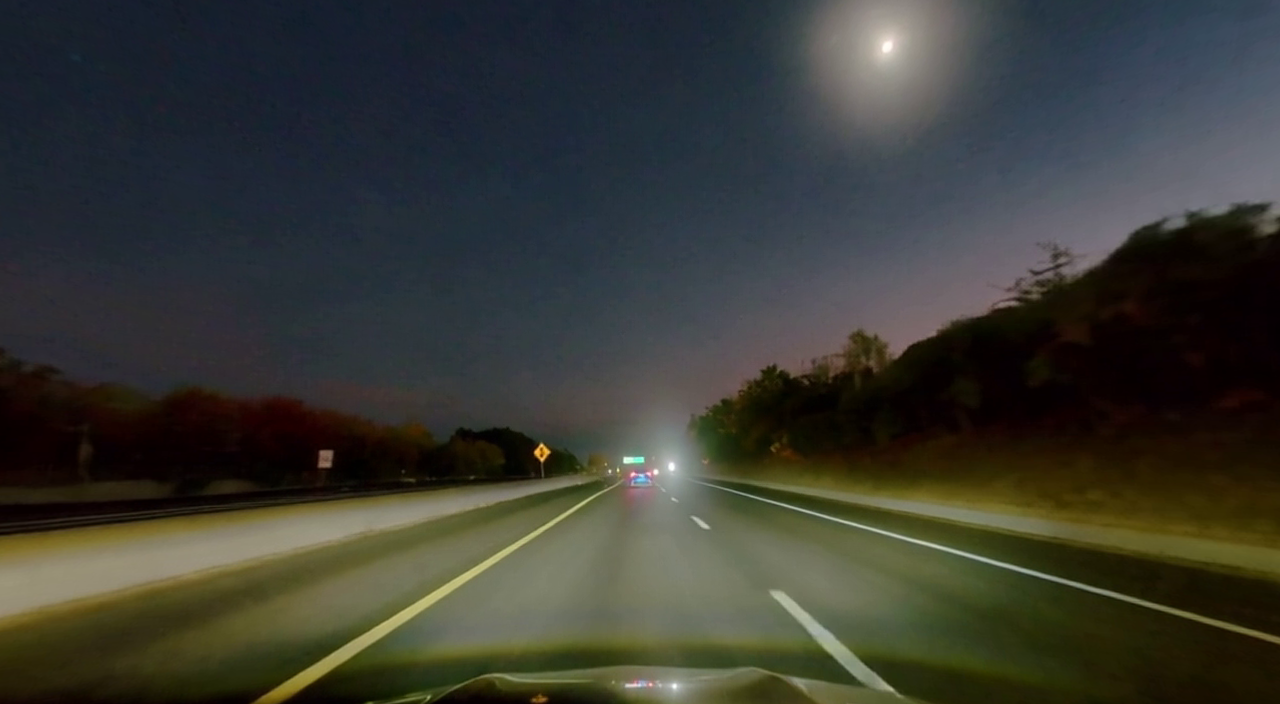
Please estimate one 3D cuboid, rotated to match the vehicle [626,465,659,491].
[{"bbox_3d":[0.142,8.013,40.178,2.016,1.530,4.009,1,-10,0],"label":"vehicle"}]
